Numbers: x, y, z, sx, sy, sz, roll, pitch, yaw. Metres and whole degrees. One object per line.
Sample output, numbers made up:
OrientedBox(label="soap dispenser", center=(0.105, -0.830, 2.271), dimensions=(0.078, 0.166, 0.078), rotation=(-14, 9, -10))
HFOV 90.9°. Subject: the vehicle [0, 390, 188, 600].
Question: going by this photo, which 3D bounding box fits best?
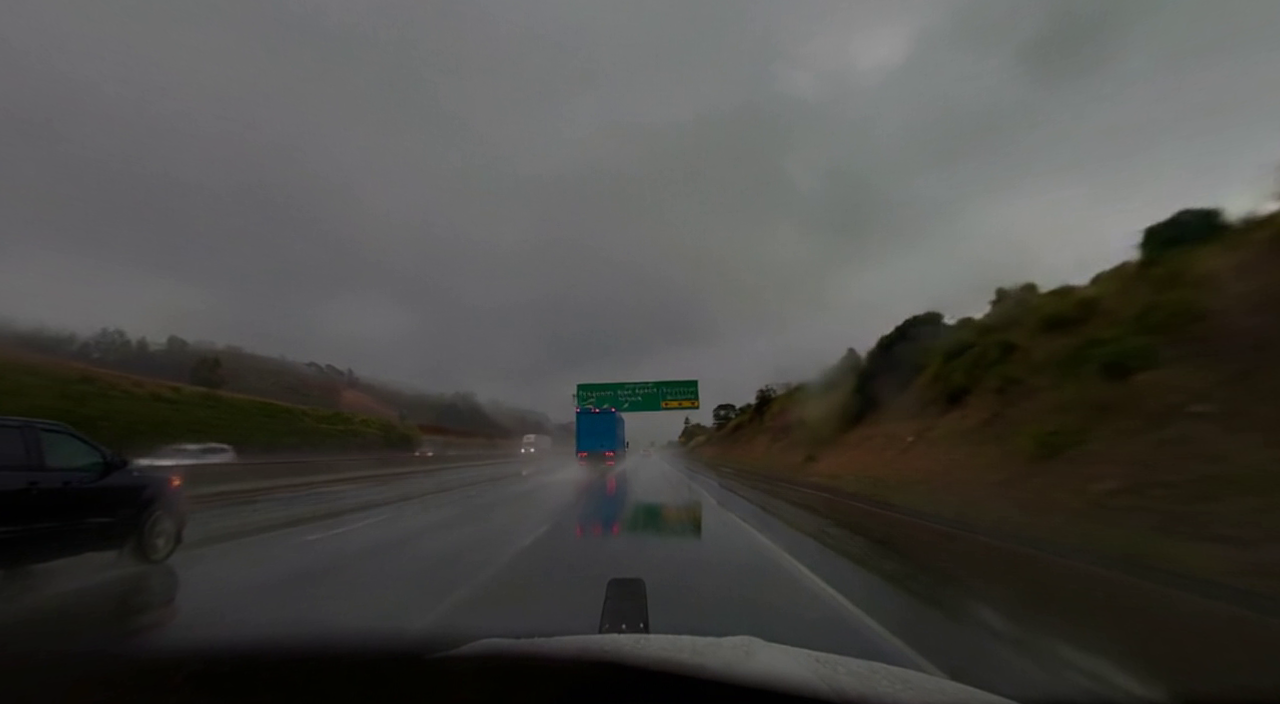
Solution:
OrientedBox(label="vehicle", center=(-6.800, 1.219, 5.224), dimensions=(2.175, 1.860, 5.236), rotation=(0, -8, 1))
